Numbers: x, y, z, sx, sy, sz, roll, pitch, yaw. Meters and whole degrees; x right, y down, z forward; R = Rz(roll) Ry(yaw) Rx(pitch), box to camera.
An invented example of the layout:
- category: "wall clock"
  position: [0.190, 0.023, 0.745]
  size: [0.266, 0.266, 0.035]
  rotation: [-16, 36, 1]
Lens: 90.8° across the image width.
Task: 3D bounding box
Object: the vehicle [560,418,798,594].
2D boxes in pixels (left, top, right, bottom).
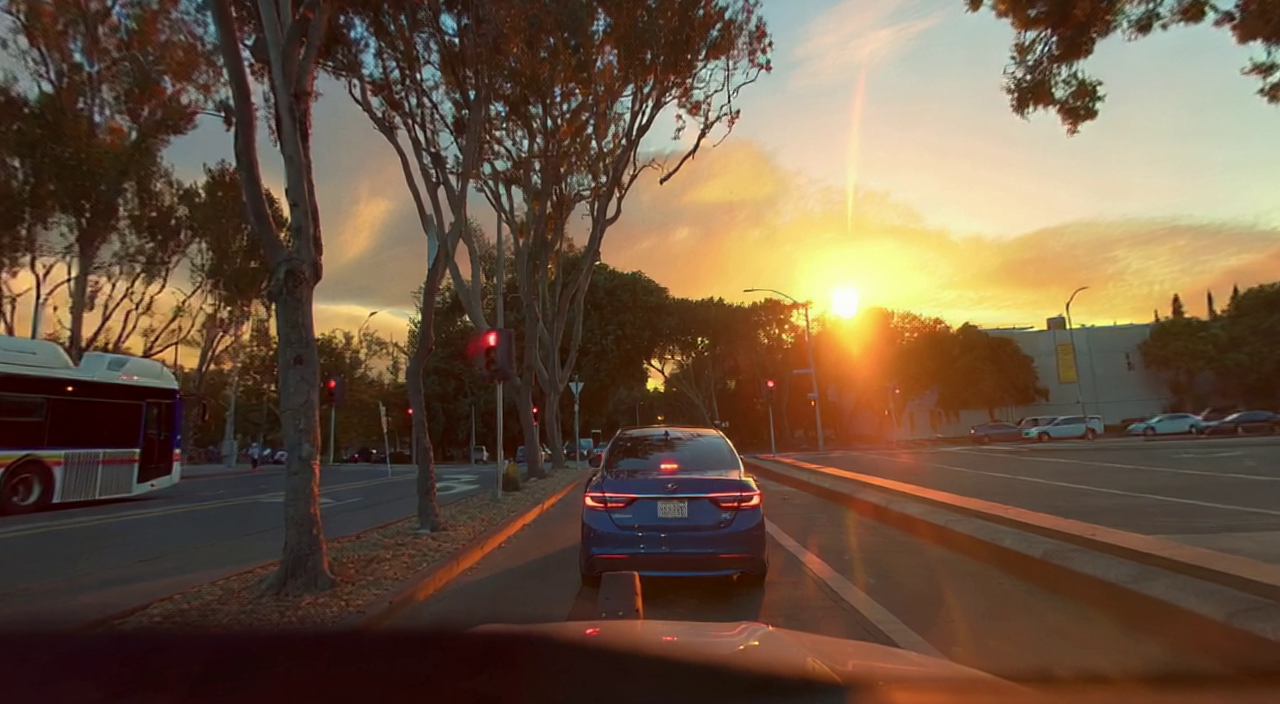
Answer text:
- category: "vehicle"
  position: [0.372, 1.613, 7.409]
  size: [2.035, 1.499, 3.799]
  rotation: [0, -8, 1]
